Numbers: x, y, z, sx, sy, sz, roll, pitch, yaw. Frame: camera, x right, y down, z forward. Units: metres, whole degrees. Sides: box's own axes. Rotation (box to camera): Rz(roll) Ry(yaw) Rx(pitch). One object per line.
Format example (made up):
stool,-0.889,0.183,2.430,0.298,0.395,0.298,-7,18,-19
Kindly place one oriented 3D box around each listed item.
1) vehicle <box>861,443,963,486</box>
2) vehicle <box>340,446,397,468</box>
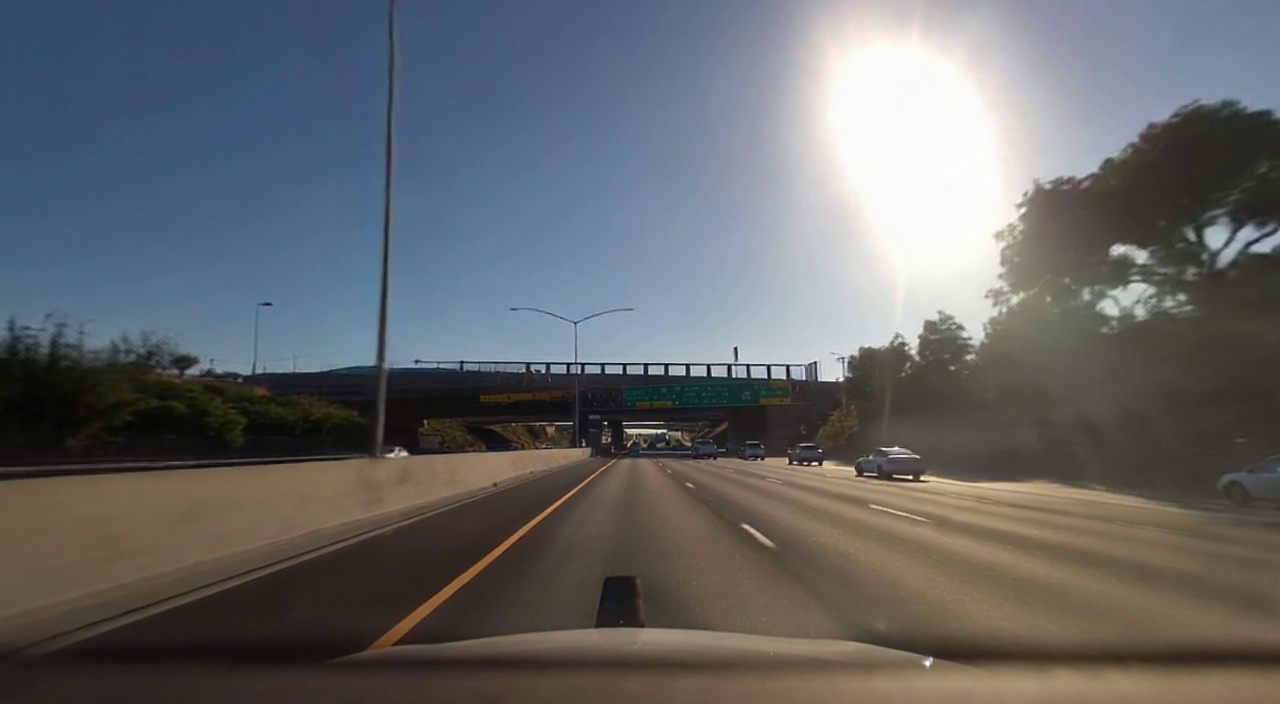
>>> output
vehicle,9.874,4.081,23.291,1.836,1.418,4.132,0,-9,-1
vehicle,-18.972,7.377,44.445,1.996,1.458,4.528,0,-9,0
